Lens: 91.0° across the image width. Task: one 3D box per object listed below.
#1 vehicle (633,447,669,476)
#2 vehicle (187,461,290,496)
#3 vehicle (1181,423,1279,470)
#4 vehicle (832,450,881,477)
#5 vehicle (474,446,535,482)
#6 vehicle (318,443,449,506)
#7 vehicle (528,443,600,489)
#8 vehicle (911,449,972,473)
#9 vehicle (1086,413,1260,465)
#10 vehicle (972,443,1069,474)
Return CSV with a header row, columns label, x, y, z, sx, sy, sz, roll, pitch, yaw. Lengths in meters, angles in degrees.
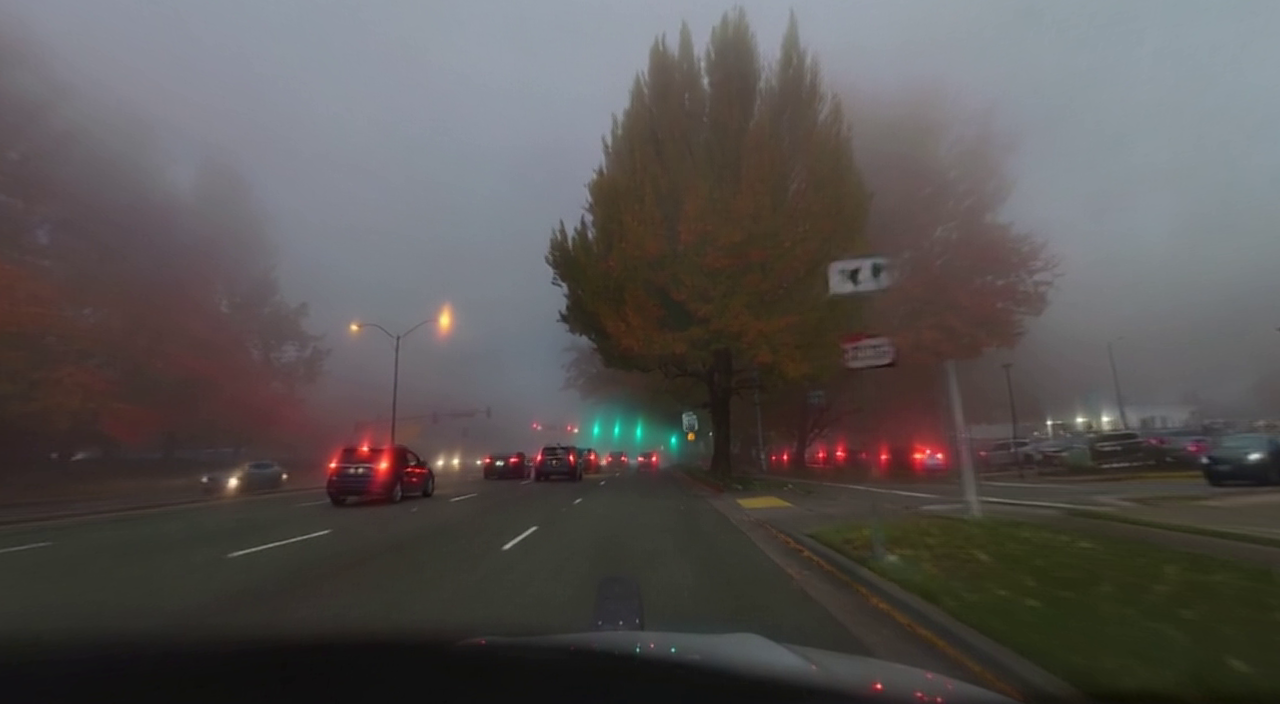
label,x,y,z,sx,sy,sz,roll,pitch,yaw
vehicle,0.643,6.898,39.713,2.144,1.704,4.028,0,-9,0
vehicle,-19.842,6.232,31.427,1.852,1.507,4.791,0,-9,1
vehicle,21.603,3.291,21.816,3.875,1.540,1.894,1,-9,0
vehicle,14.322,7.383,41.896,1.963,1.703,4.447,0,-9,4
vehicle,-7.017,5.870,33.181,2.069,1.719,4.441,0,-9,2
vehicle,-7.255,3.492,18.374,1.932,1.596,4.247,0,-9,1
vehicle,-2.942,4.553,25.493,2.165,1.663,4.513,0,-9,2
vehicle,20.221,7.328,42.440,1.938,1.490,4.750,0,-9,2
vehicle,25.508,4.272,30.448,5.755,2.030,2.287,-6,-12,17
vehicle,20.347,5.706,33.892,1.899,1.521,4.410,2,-9,-11
